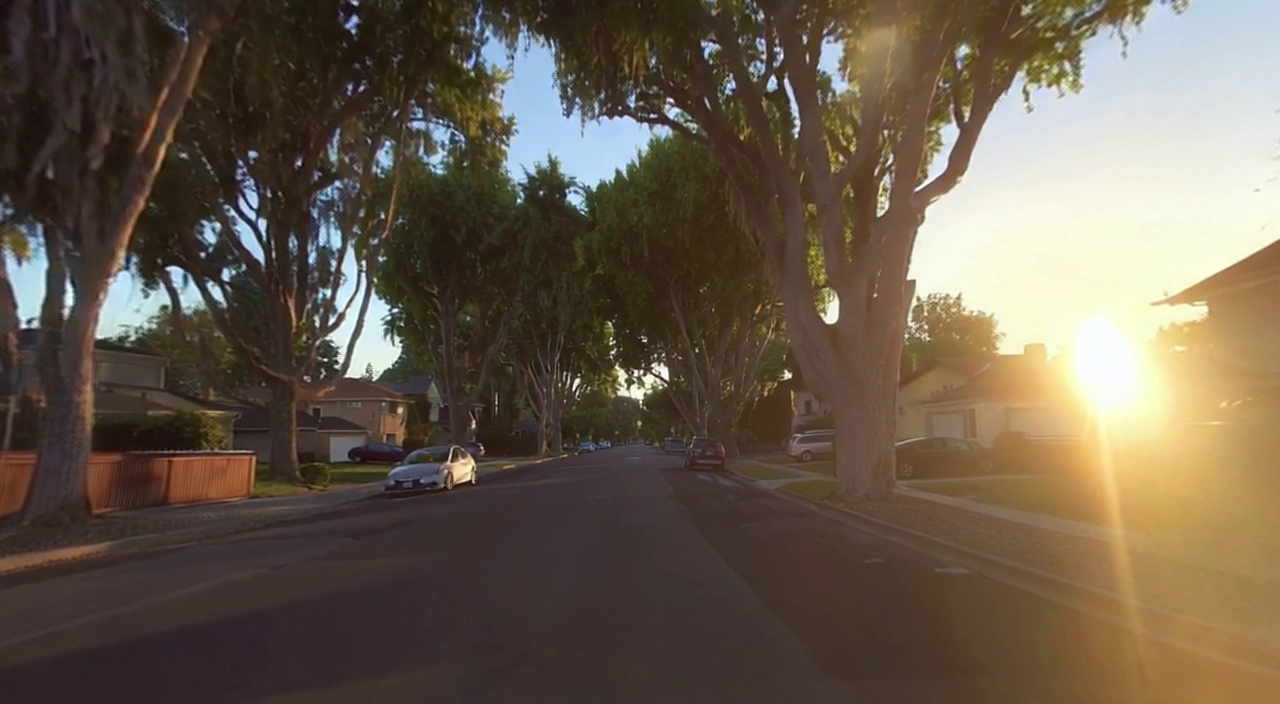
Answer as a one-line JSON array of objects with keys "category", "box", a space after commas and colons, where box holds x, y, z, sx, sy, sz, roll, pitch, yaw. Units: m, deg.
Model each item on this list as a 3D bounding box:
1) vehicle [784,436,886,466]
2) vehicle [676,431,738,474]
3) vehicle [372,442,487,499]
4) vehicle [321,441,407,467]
[{"category": "vehicle", "box": [10.323, 5.285, 33.829, 5.041, 1.486, 1.969, -2, -8, 12]}, {"category": "vehicle", "box": [3.086, 4.784, 30.284, 2.241, 1.875, 5.059, 0, -8, -2]}, {"category": "vehicle", "box": [-6.458, 3.640, 19.924, 2.099, 1.399, 4.357, -4, -8, 1]}, {"category": "vehicle", "box": [-16.334, 6.032, 37.462, 4.276, 1.463, 1.832, -1, -8, 6]}]
